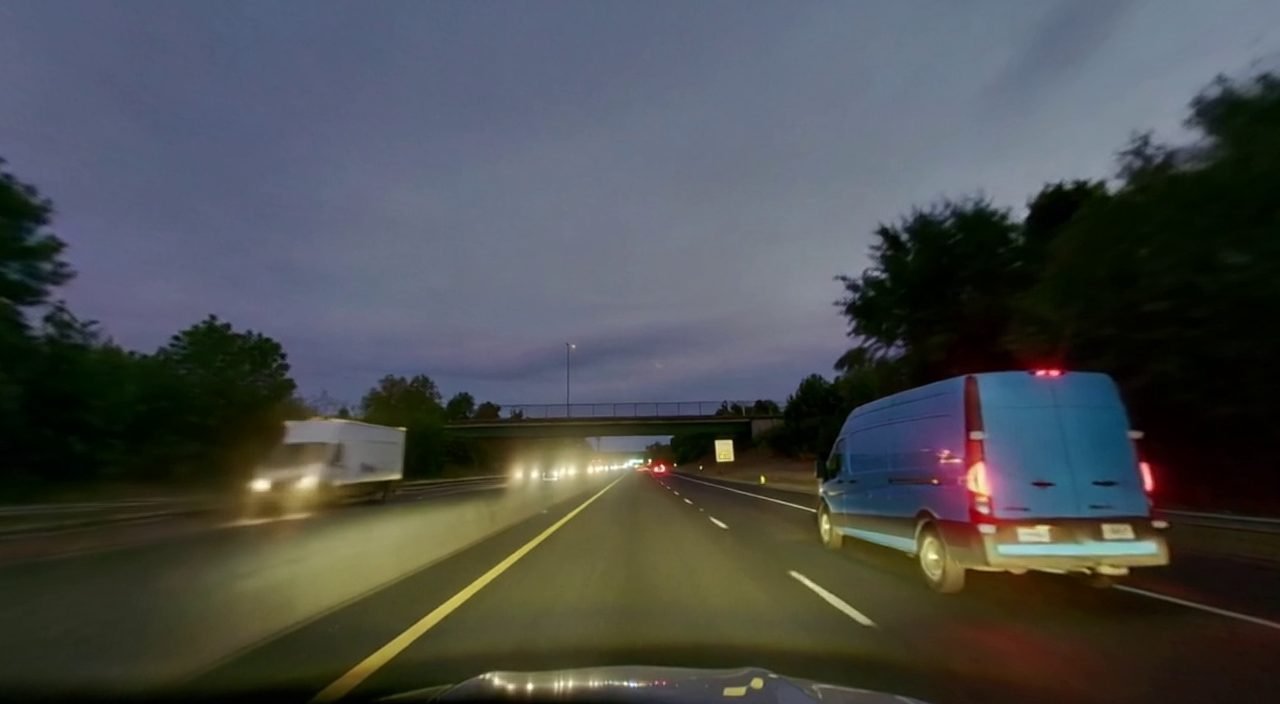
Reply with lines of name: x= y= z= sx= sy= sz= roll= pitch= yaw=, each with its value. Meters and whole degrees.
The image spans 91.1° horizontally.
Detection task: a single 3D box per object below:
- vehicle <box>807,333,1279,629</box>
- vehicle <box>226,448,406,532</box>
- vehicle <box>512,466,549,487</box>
vehicle: x=4.528 y=1.723 z=8.975 sx=2.372 sy=2.581 sz=6.763 roll=1 pitch=-10 yaw=0
vehicle: x=-7.654 y=3.318 z=15.508 sx=1.933 sy=1.723 sz=4.614 roll=1 pitch=-10 yaw=0
vehicle: x=-8.162 y=9.349 z=47.291 sx=1.947 sy=1.513 sz=4.250 roll=1 pitch=-10 yaw=0
